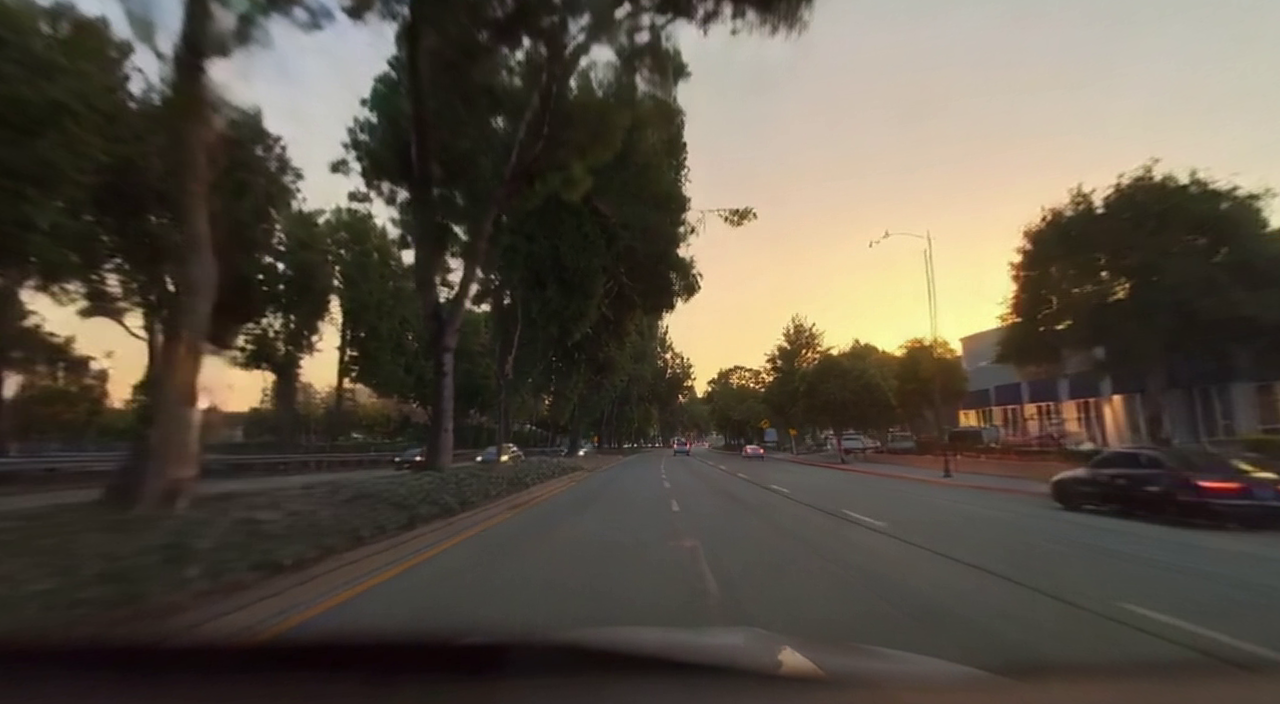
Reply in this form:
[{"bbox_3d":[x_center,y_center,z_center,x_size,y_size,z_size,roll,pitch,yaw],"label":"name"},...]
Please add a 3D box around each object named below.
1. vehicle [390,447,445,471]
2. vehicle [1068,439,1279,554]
[{"bbox_3d":[-14.247,6.869,40.720,1.850,1.453,4.648,0,-9,1],"label":"vehicle"},{"bbox_3d":[9.255,2.161,10.059,1.920,1.456,4.402,-1,-9,3],"label":"vehicle"}]
